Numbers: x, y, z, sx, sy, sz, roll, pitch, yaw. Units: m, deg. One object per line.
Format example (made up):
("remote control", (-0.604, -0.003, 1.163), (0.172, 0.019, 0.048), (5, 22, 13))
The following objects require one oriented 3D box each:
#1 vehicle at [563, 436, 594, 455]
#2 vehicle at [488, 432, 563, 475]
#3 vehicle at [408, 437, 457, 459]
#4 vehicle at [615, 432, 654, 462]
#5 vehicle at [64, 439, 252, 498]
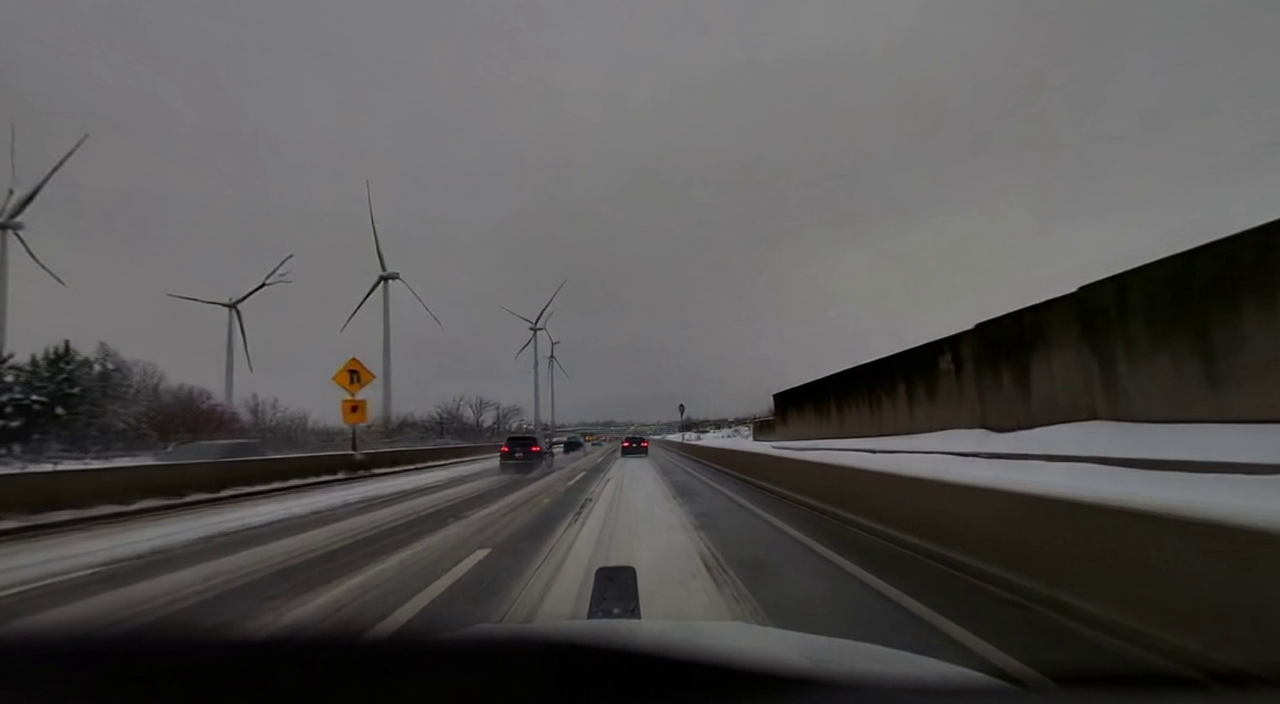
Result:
("vehicle", (-4.668, 7.168, 48.465), (2.059, 1.436, 3.802), (0, -8, -1))
("vehicle", (-4.171, 3.758, 23.730), (1.998, 1.468, 4.635), (0, -8, 0))
("vehicle", (-15.122, 6.983, 46.219), (2.106, 1.519, 4.778), (0, -8, -2))
("vehicle", (-0.345, 5.148, 34.428), (2.027, 1.550, 3.607), (0, -8, -2))
("vehicle", (-13.806, 3.317, 18.511), (1.876, 1.452, 4.670), (0, -8, -1))
